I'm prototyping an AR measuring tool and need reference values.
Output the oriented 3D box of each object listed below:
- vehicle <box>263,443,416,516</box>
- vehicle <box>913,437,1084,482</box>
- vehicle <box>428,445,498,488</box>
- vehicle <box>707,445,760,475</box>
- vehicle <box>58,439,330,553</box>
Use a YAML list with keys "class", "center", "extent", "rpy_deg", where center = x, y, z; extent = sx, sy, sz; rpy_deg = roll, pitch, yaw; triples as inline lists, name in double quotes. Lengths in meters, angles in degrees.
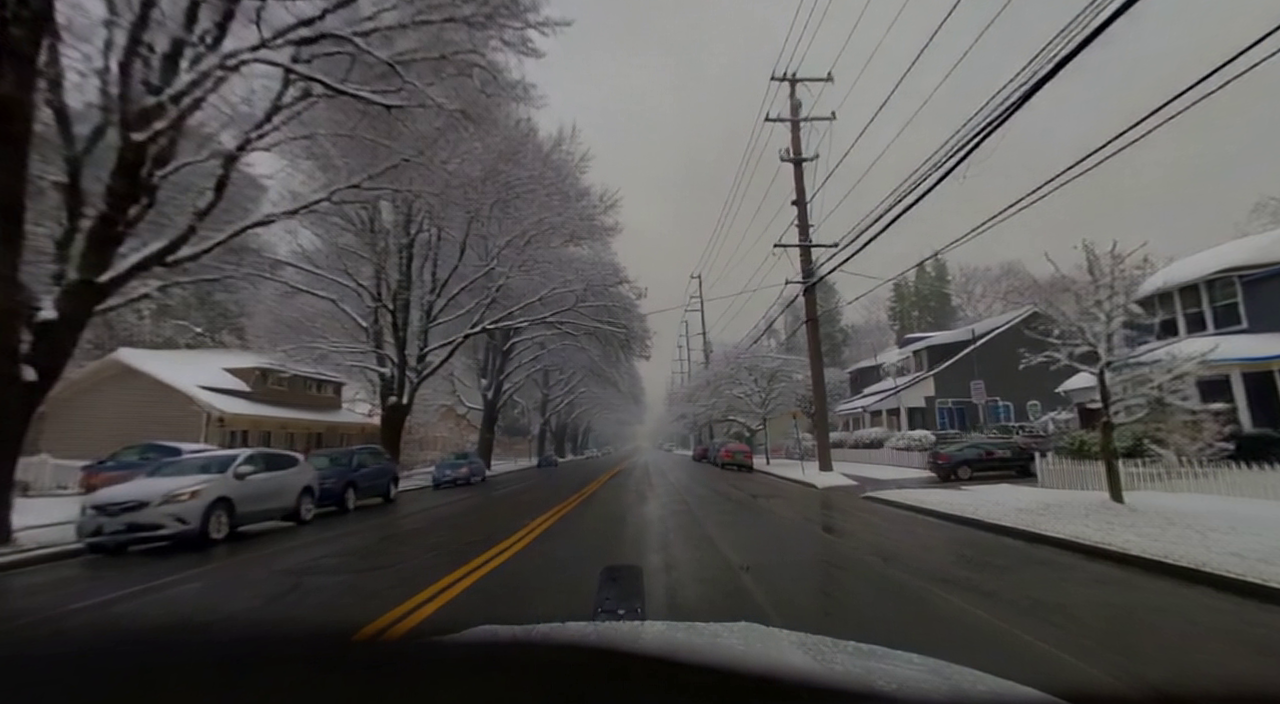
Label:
- class: "vehicle"
  center: [-8.062, 3.412, 17.488]
  extent: [1.913, 1.723, 4.318]
  rpy_deg: [-1, -8, 3]
- class: "vehicle"
  center: [12.399, 3.728, 22.150]
  extent: [4.716, 1.480, 2.023]
  rpy_deg: [0, -8, 2]
- class: "vehicle"
  center: [-7.982, 5.172, 28.953]
  extent: [1.970, 1.785, 4.274]
  rpy_deg: [0, -8, 0]
- class: "vehicle"
  center: [5.198, 6.047, 35.693]
  extent: [2.052, 1.476, 4.438]
  rpy_deg: [-2, -8, -3]
- class: "vehicle"
  center: [-8.227, 2.621, 12.373]
  extent: [1.975, 1.775, 4.509]
  rpy_deg: [0, -8, 1]
